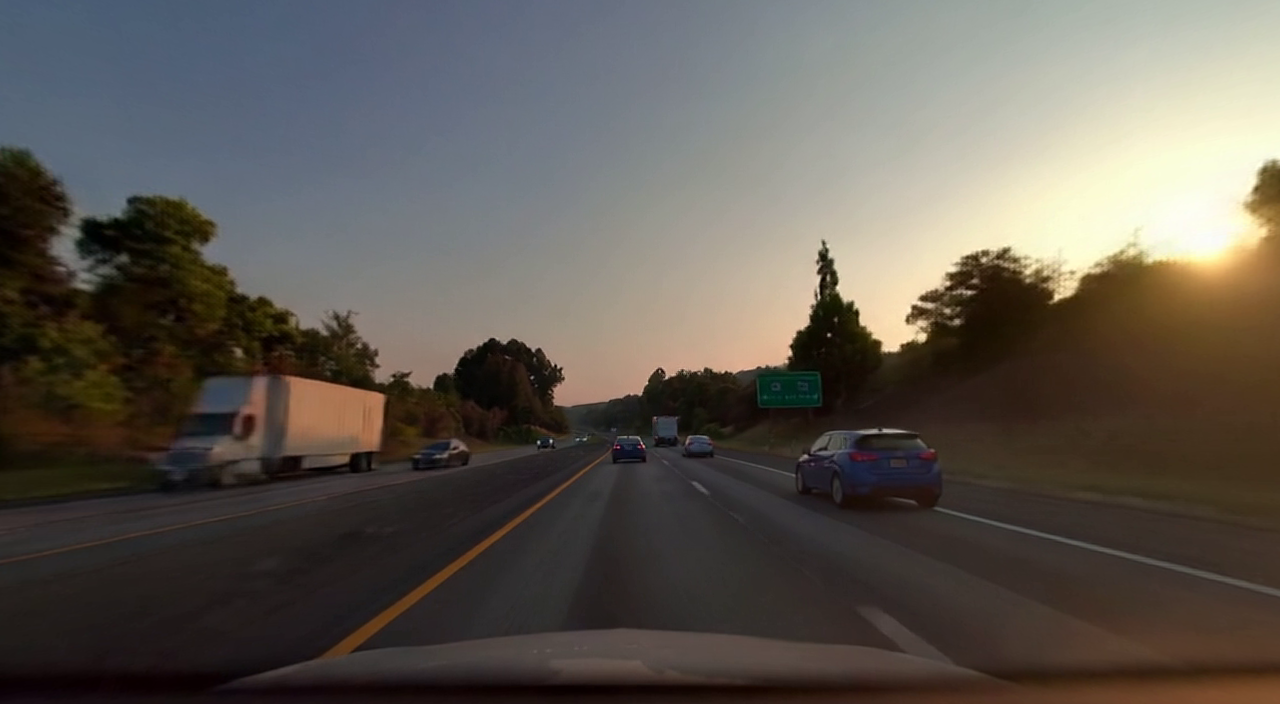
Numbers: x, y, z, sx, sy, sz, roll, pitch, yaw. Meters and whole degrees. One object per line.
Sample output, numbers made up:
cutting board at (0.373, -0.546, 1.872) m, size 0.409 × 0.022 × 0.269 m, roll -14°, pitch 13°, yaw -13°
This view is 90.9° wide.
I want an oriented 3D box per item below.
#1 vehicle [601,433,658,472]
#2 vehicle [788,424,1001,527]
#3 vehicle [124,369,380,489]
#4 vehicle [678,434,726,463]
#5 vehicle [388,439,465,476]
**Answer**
vehicle at (-0.457, 4.060, 25.752) m, size 2.143 × 1.466 × 3.693 m, roll 0°, pitch -7°, yaw -2°
vehicle at (4.305, 2.124, 11.566) m, size 2.066 × 1.526 × 4.216 m, roll 0°, pitch -7°, yaw -1°
vehicle at (-14.377, 3.125, 25.366) m, size 3.122 × 3.682 × 11.678 m, roll 1°, pitch -7°, yaw -1°
vehicle at (3.250, 5.167, 34.006) m, size 2.004 × 1.469 × 4.472 m, roll 0°, pitch -8°, yaw -2°
vehicle at (-9.385, 4.631, 28.047) m, size 1.982 × 1.455 × 4.161 m, roll 0°, pitch -7°, yaw 0°
